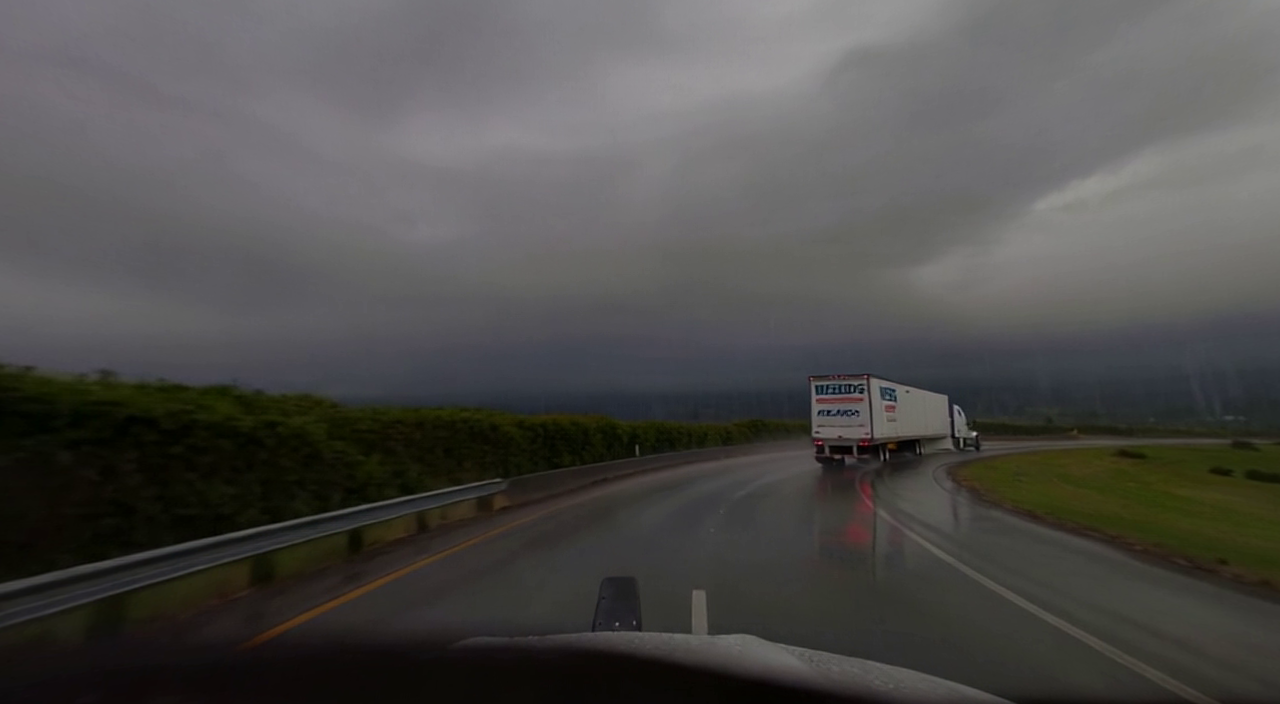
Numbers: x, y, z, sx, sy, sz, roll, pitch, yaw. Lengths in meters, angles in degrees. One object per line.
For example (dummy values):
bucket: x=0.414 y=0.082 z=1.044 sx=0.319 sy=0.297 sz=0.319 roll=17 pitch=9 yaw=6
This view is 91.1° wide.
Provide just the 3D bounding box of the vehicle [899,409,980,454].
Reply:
vehicle: x=18.587 y=4.931 z=38.824 sx=6.650 sy=2.524 sz=2.120 roll=7 pitch=-10 yaw=-42

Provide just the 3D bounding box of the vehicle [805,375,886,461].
vehicle: x=9.775 y=3.160 z=29.780 sx=2.963 sy=3.771 sz=3.137 roll=-4 pitch=-9 yaw=28
